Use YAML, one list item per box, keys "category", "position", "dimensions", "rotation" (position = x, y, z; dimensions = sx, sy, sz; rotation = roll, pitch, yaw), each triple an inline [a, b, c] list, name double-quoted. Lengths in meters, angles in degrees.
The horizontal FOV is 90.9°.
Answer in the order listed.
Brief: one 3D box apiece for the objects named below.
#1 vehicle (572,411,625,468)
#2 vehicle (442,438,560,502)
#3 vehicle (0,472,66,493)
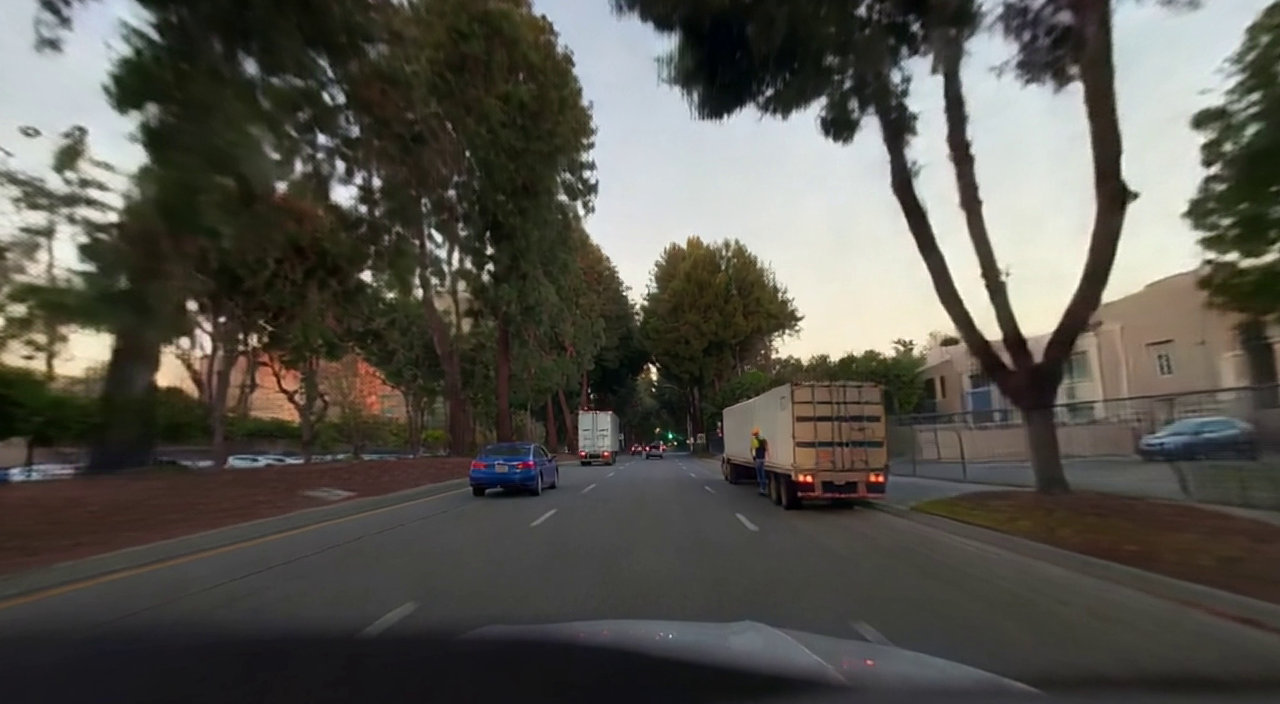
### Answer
- category: "vehicle"
  position: [-2.515, 5.750, 41.197]
  dimensions: [2.746, 3.276, 8.572]
  rotation: [0, -8, 1]
- category: "vehicle"
  position: [-3.509, 3.057, 16.828]
  dimensions: [2.005, 1.462, 4.345]
  rotation: [0, -8, 2]
- category: "vehicle"
  position: [-47.683, 10.163, 49.145]
  dimensions: [4.016, 1.434, 1.718]
  rotation: [0, -9, -3]
